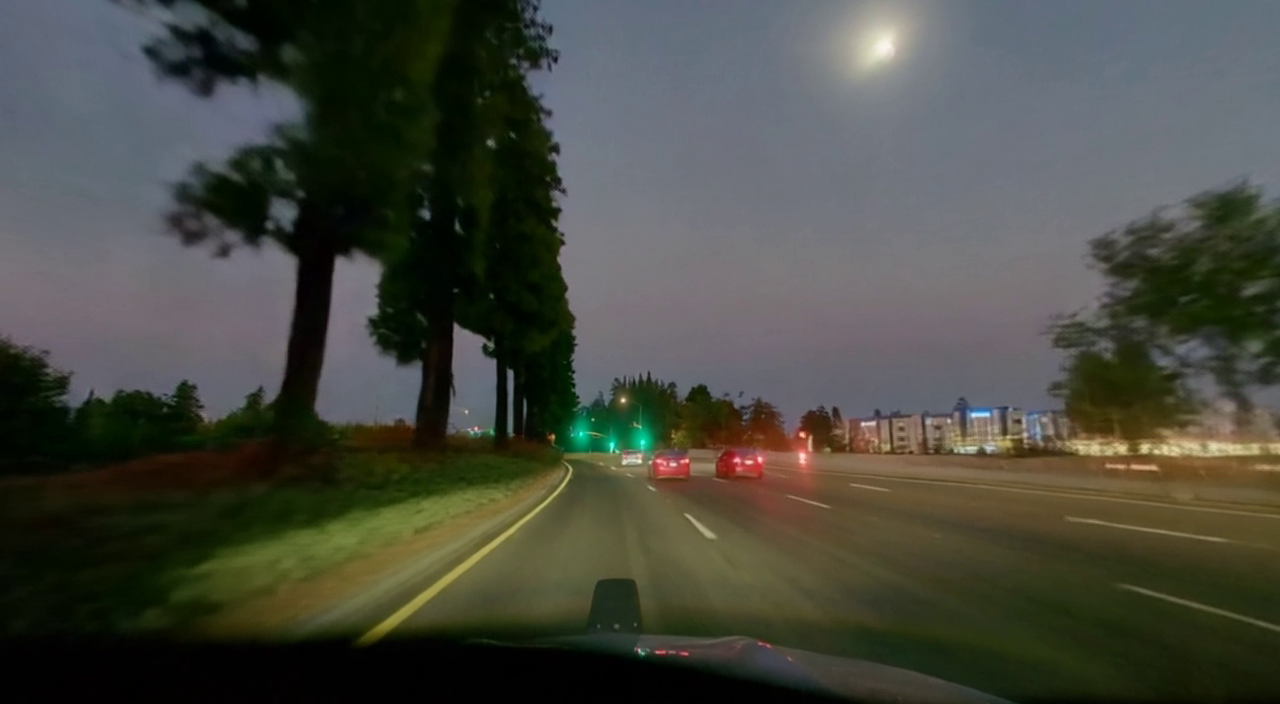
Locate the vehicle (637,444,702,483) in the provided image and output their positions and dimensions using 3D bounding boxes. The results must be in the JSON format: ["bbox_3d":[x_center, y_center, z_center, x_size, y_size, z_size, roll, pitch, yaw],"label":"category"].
[{"bbox_3d":[1.133,4.590,26.090,2.077,1.464,4.134,1,-9,-6],"label":"vehicle"}]

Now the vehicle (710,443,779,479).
[{"bbox_3d":[4.619,4.905,28.492,1.901,1.474,4.363,1,-9,-6],"label":"vehicle"}]
